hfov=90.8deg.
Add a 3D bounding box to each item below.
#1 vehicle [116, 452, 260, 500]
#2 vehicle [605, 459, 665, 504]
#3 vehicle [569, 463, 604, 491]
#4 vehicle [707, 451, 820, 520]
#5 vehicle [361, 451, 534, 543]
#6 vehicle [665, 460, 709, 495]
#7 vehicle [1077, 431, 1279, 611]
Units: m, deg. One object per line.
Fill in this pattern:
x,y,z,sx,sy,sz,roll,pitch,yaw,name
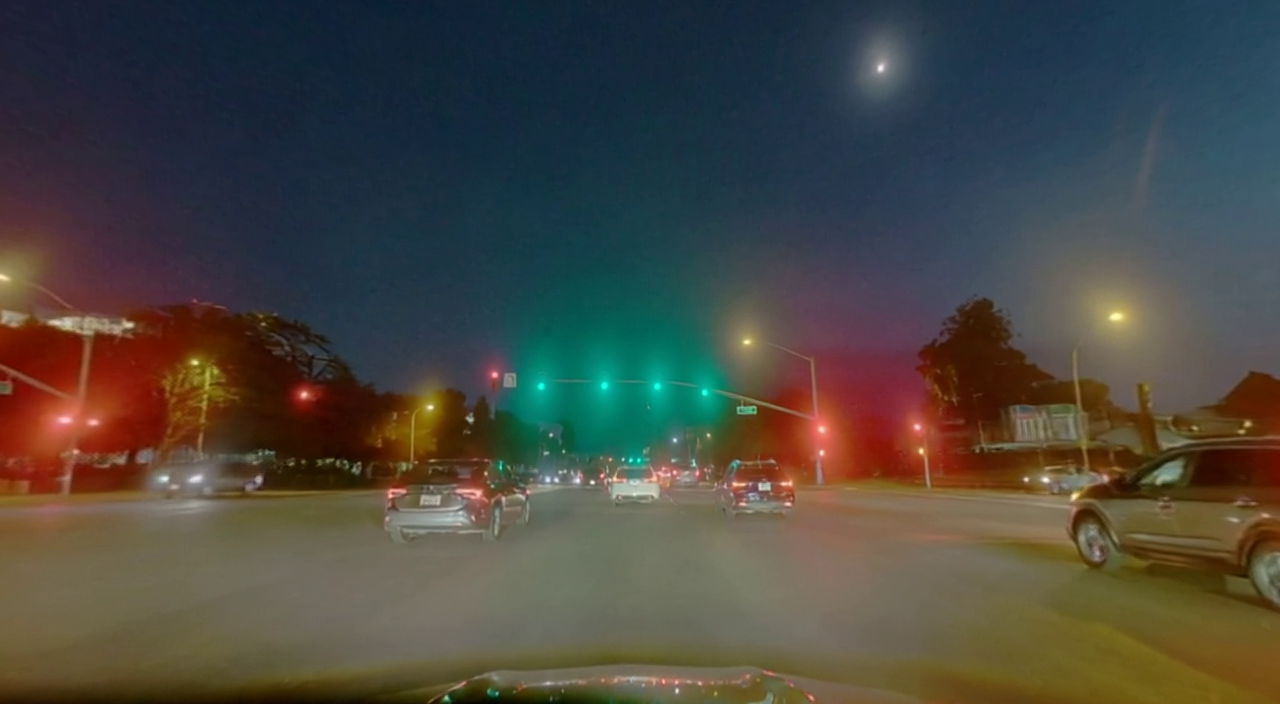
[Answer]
-18.345,5.139,26.043,2.172,1.751,4.889,0,-12,1,vehicle
-0.227,4.882,24.146,2.098,1.461,3.958,0,-9,-2,vehicle
-3.668,8.653,43.911,2.033,1.714,4.278,0,-9,0,vehicle
3.180,3.544,17.456,1.996,1.566,4.917,0,-9,-2,vehicle
-3.556,2.752,12.735,2.045,1.463,4.490,0,-9,0,vehicle
2.707,7.354,37.355,2.138,1.778,4.422,0,-9,-2,vehicle
6.564,1.474,5.543,1.959,1.553,4.809,0,-9,-1,vehicle
